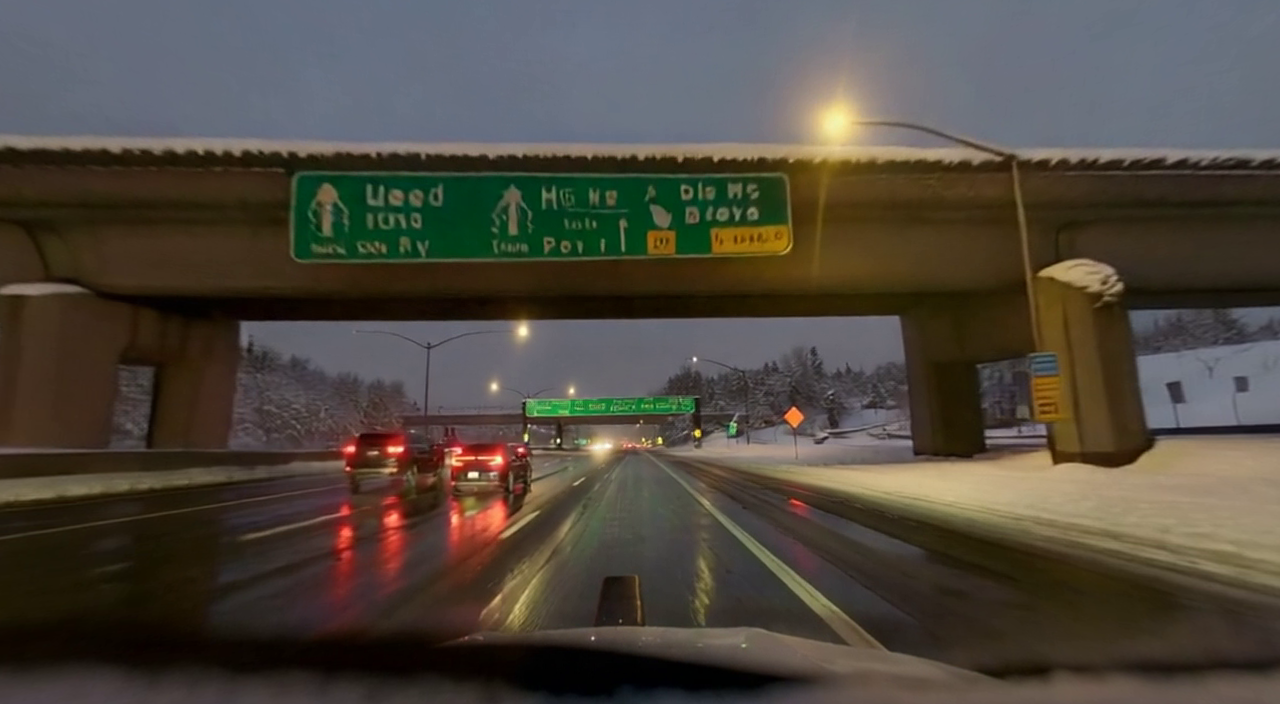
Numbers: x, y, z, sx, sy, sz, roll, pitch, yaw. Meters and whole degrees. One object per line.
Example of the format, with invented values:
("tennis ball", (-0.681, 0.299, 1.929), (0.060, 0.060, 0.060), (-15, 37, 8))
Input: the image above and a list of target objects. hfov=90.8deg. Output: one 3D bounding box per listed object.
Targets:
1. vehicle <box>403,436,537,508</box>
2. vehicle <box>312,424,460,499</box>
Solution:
("vehicle", (-4.009, 2.900, 15.799), (2.051, 1.516, 4.493), (0, -8, 1))
("vehicle", (-7.156, 3.161, 18.589), (2.208, 1.876, 5.088), (0, -8, 0))
